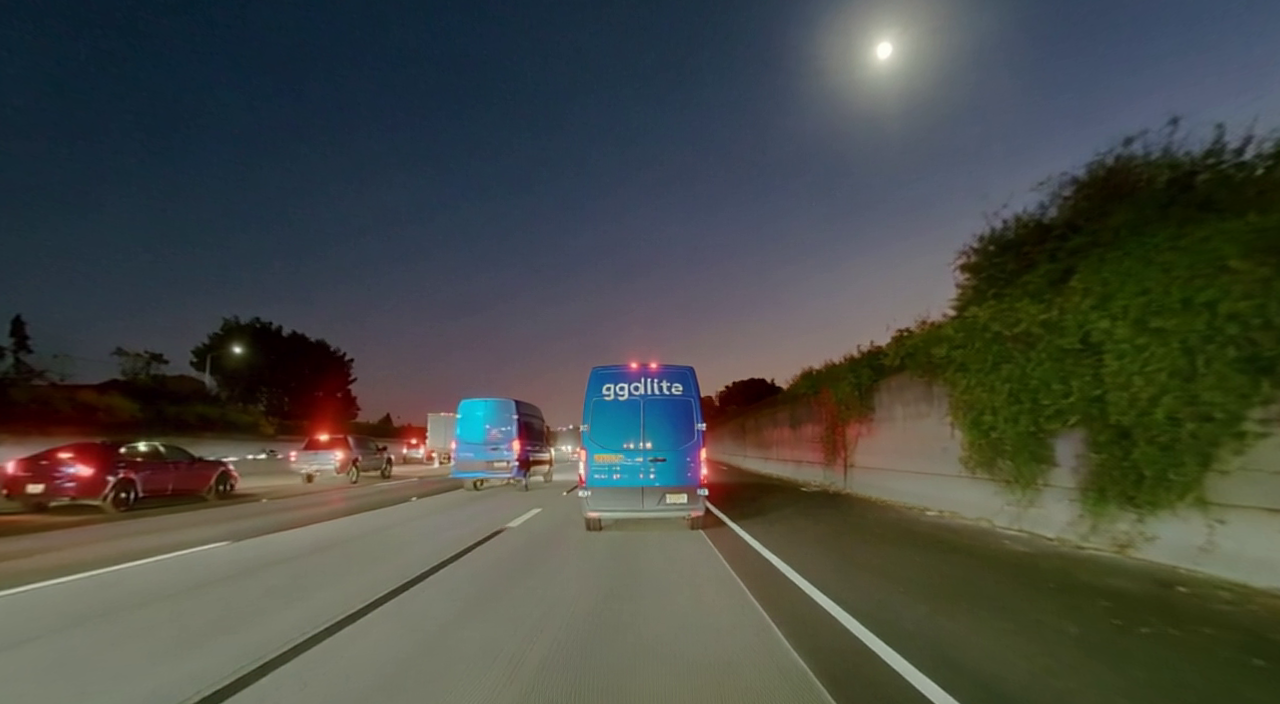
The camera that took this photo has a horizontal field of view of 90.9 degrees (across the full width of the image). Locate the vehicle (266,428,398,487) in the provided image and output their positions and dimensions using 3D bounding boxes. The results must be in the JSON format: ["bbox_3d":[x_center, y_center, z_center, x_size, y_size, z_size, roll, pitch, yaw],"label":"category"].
[{"bbox_3d":[-10.780,3.735,22.576,2.061,1.846,4.852,-1,-9,3],"label":"vehicle"}]

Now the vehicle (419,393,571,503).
[{"bbox_3d":[-3.504,2.534,16.761,2.729,2.439,5.418,0,-9,0],"label":"vehicle"}]

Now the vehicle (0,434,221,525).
[{"bbox_3d":[-11.081,2.491,12.916,1.839,1.524,4.449,0,-9,2],"label":"vehicle"}]

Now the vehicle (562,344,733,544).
[{"bbox_3d":[0.156,1.727,11.929,2.316,2.738,6.398,0,-9,1],"label":"vehicle"}]
